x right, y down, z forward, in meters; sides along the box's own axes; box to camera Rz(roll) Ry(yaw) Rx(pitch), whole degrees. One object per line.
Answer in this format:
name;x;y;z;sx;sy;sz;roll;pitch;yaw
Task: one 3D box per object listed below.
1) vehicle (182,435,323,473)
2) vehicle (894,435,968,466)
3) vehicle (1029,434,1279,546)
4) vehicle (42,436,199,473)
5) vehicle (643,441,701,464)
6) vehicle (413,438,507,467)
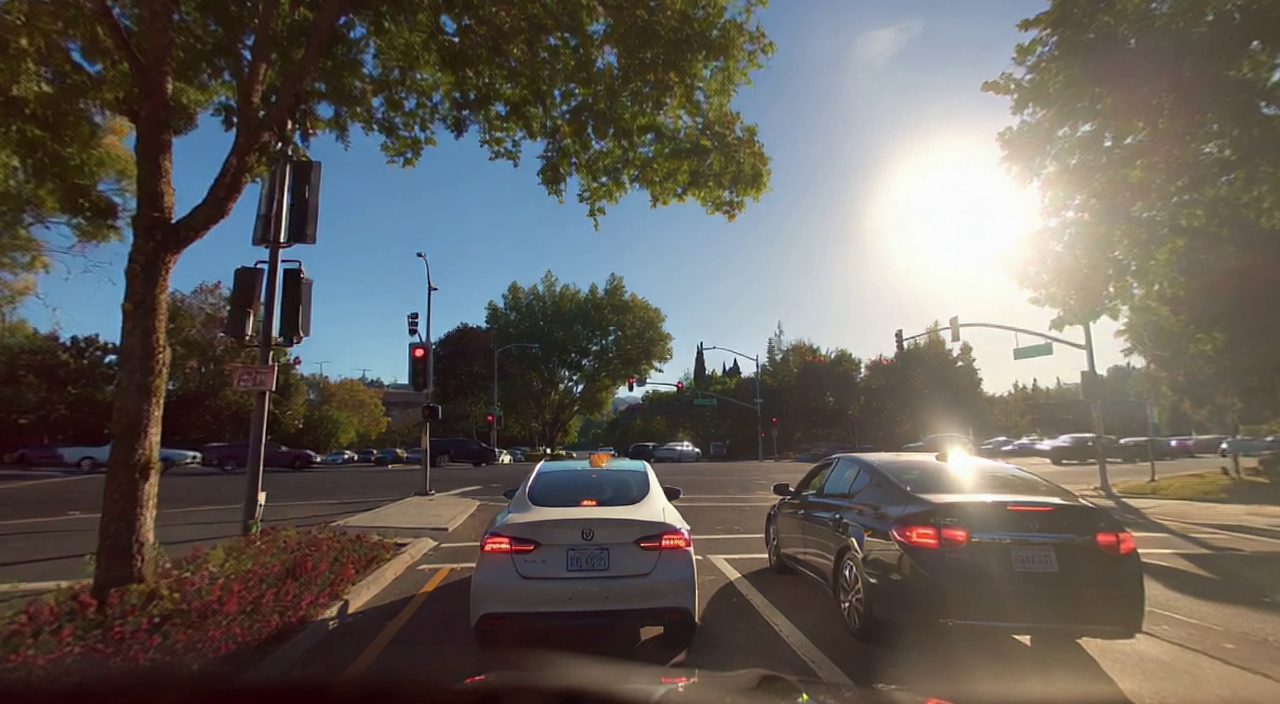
vehicle;-16.100;4.268;26.561;4.671;1.465;1.934;3;-9;-21
vehicle;15.844;5.393;34.649;2.001;1.561;4.481;0;-8;1
vehicle;9.292;2.288;11.073;1.993;1.505;4.721;3;-9;0
vehicle;-22.258;4.412;27.314;4.709;1.514;1.985;3;-9;-18
vehicle;2.274;6.867;43.454;1.935;1.476;4.849;-5;-10;30
vehicle;-9.953;5.574;35.150;4.580;1.472;1.891;7;-11;-40
